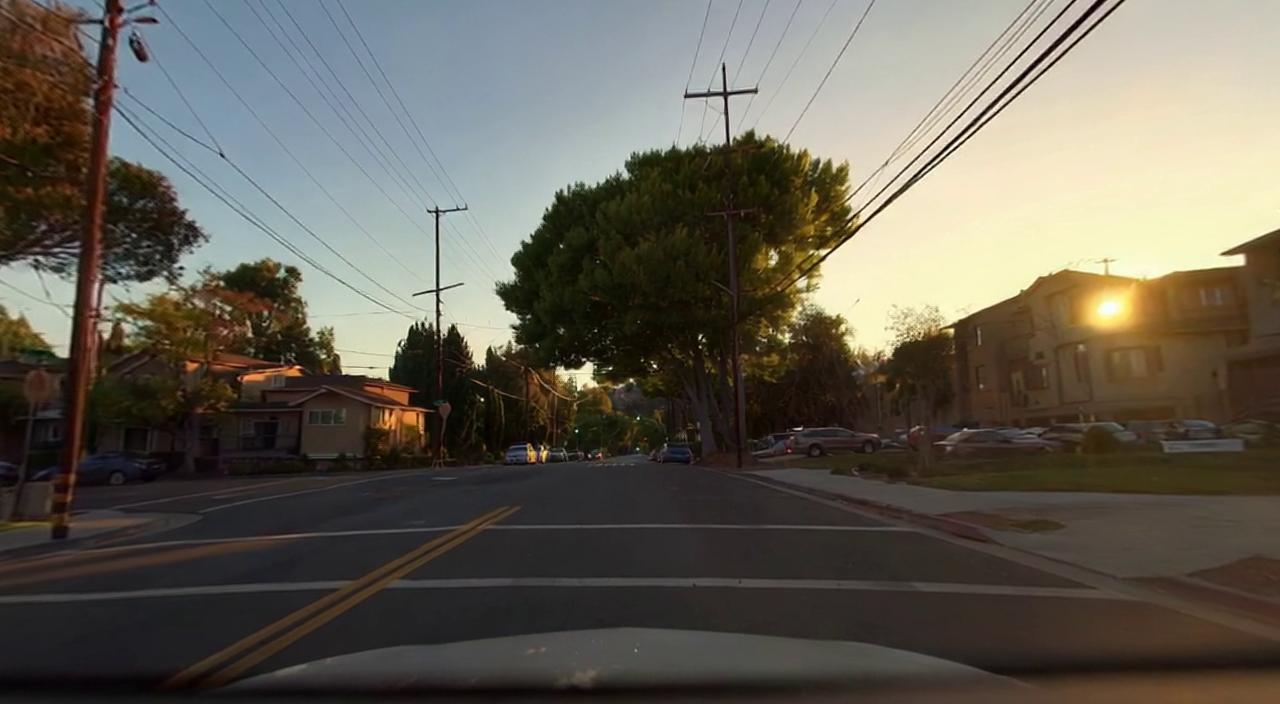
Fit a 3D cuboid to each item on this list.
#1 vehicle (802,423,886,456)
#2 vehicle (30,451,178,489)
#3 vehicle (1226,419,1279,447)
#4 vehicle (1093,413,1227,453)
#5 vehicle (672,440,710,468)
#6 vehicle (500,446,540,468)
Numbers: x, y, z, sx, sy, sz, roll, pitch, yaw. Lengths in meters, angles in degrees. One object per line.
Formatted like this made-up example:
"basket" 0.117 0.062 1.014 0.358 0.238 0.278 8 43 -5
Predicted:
"vehicle" 11.176 4.792 34.495 4.509 1.664 1.981 6 -10 -35
"vehicle" -22.298 4.912 26.397 4.424 1.486 1.814 0 -8 -2
"vehicle" 33.077 4.297 33.357 3.433 1.389 1.683 3 -8 -22
"vehicle" 22.388 3.519 27.332 4.002 1.505 2.061 -1 -10 -5
"vehicle" 3.246 6.619 41.161 1.993 1.755 4.256 0 -8 -2
"vehicle" -8.542 7.471 45.199 2.066 1.472 4.353 0 -8 -1
